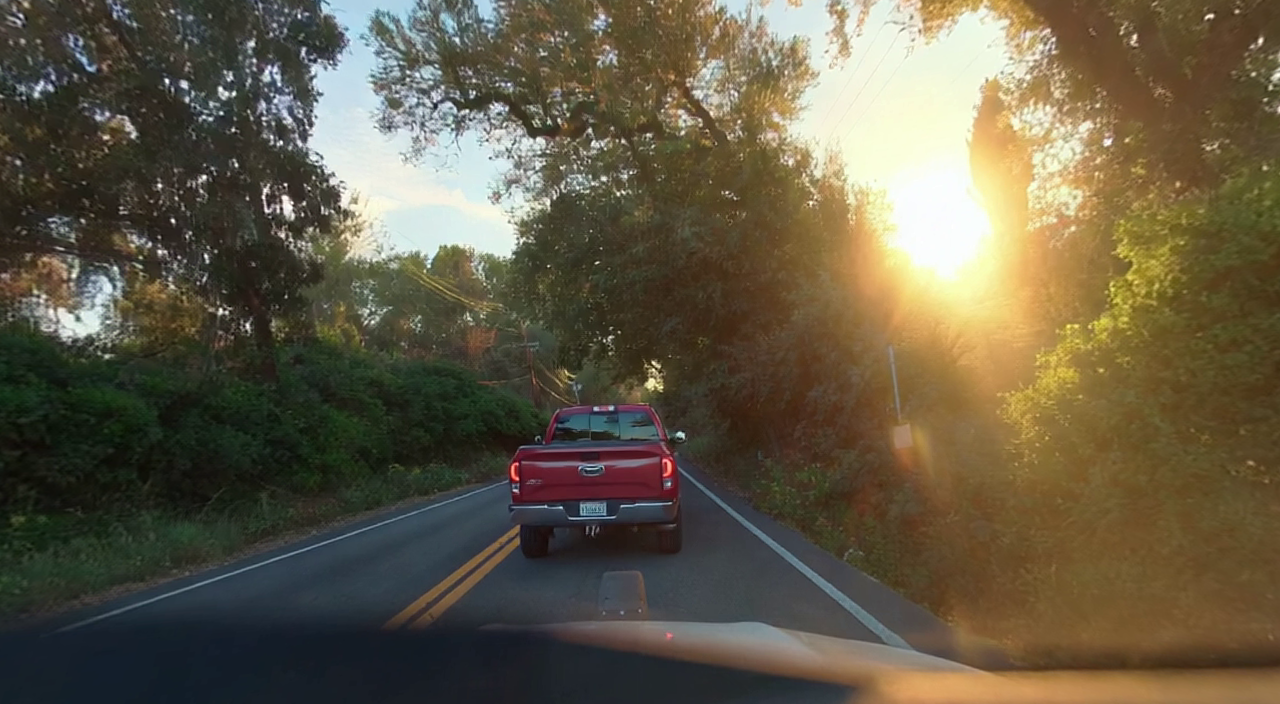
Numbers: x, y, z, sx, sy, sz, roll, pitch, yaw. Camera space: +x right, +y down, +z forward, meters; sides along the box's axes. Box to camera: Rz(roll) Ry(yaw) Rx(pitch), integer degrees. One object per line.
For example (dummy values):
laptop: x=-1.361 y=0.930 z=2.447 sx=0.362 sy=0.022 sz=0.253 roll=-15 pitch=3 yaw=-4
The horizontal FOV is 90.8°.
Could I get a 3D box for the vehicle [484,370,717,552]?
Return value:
vehicle: x=-0.529 y=1.761 z=10.772 sx=2.837 sy=2.223 sz=5.885 roll=0 pitch=-8 yaw=-1
